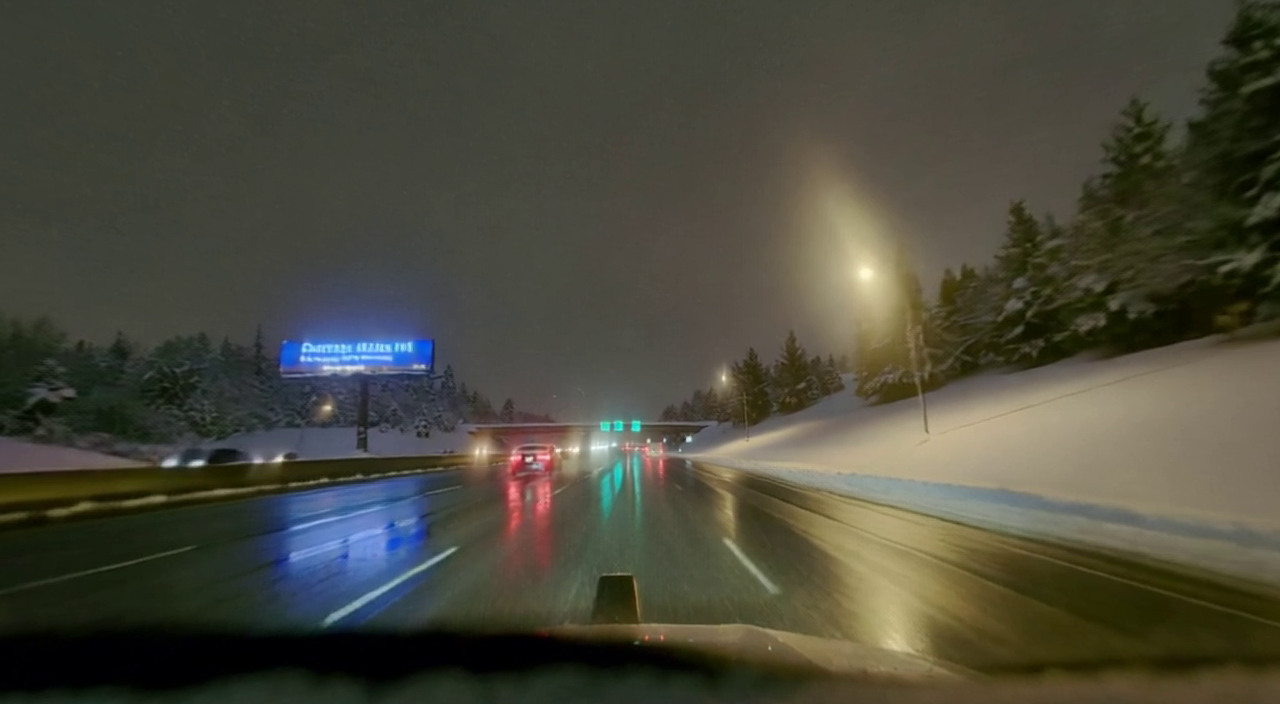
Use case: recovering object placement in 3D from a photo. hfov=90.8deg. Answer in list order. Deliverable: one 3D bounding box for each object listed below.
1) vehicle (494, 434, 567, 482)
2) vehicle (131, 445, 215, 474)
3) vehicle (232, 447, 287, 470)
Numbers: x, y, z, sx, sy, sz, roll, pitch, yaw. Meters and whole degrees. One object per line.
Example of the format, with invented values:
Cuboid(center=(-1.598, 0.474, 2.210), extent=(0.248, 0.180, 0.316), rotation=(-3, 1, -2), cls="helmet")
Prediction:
Cuboid(center=(-4.306, 4.270, 25.656), extent=(2.102, 1.727, 4.704), rotation=(0, -9, 0), cls="vehicle")
Cuboid(center=(-23.188, 5.339, 31.487), extent=(1.475, 1.335, 3.354), rotation=(1, -8, 2), cls="vehicle")
Cuboid(center=(-25.656, 7.157, 42.691), extent=(1.563, 1.409, 3.402), rotation=(1, -9, 0), cls="vehicle")
